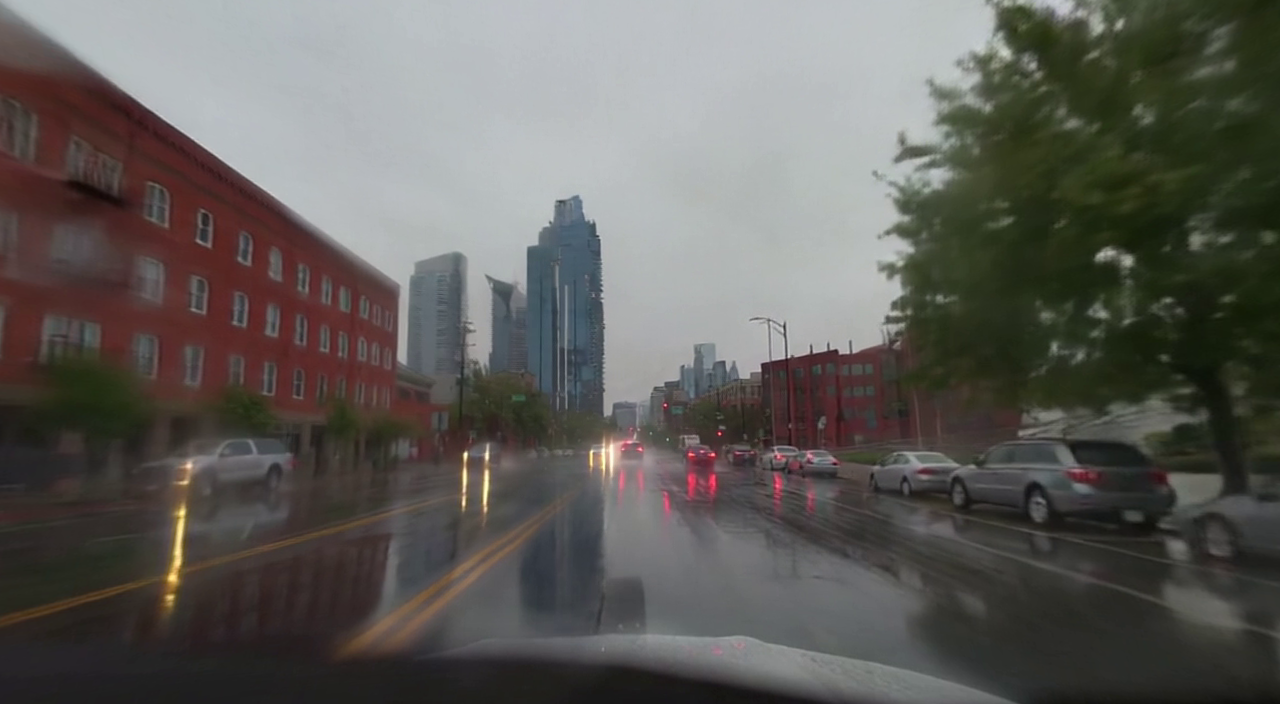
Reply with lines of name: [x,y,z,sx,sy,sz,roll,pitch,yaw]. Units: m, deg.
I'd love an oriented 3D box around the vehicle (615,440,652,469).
vehicle: [-0.413,6.858,42.524,2.329,1.842,4.537,0,-8,0]

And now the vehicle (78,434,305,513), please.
vehicle: [-14.454,3.953,21.143,2.822,2.230,6.145,0,-9,3]

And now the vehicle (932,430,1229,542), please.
vehicle: [8.155,2.519,12.530,2.310,1.753,4.814,0,-9,-1]

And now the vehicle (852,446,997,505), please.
vehicle: [8.167,3.549,18.719,2.072,1.479,4.603,0,-8,-1]

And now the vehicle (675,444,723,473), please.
vehicle: [3.256,6.035,36.115,2.238,1.499,4.964,0,-8,0]

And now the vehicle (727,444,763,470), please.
vehicle: [7.914,7.926,47.904,1.959,1.719,4.538,1,-8,0]

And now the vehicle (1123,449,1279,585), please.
vehicle: [8.149,1.804,6.766,2.075,1.467,4.800,0,-8,-1]

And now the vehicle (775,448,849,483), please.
vehicle: [8.036,5.334,30.071,2.054,1.455,4.786,0,-8,-2]

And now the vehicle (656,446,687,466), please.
vehicle: [2.368,7.916,48.227,2.019,1.462,4.155,0,-8,-1]

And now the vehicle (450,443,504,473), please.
vehicle: [-10.075,6.579,39.472,2.212,1.784,4.626,0,-8,-1]
